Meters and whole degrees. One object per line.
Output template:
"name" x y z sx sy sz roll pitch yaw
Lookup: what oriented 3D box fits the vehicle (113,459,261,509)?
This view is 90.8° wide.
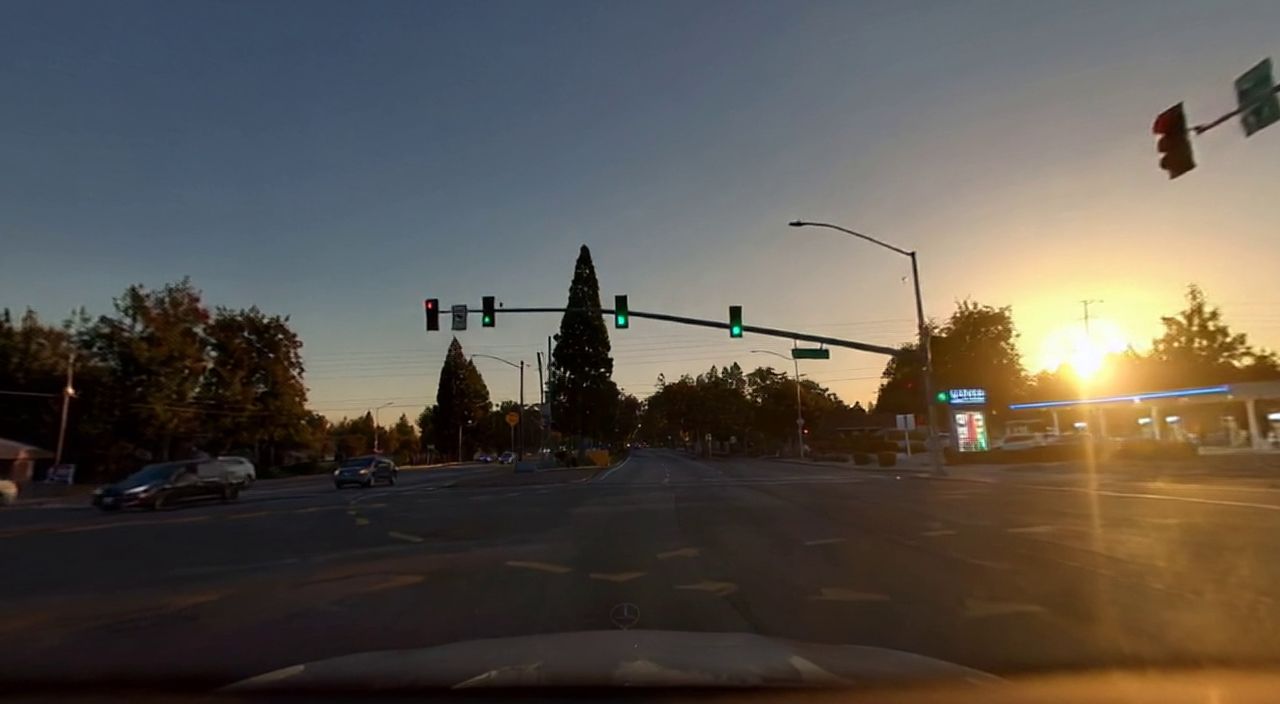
"vehicle" -15.337 4.463 21.758 1.920 1.434 4.328 0 -9 0

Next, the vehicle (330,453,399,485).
"vehicle" -15.501 6.588 35.813 2.053 1.598 4.336 0 -9 -2
